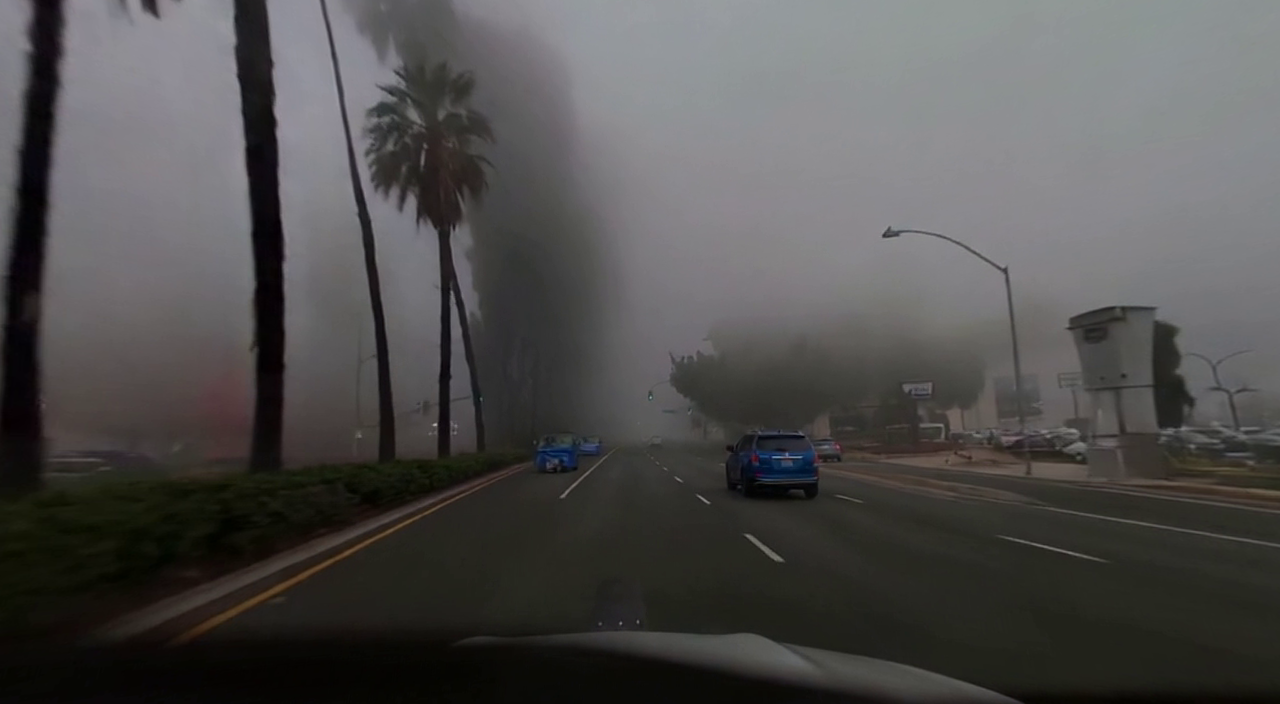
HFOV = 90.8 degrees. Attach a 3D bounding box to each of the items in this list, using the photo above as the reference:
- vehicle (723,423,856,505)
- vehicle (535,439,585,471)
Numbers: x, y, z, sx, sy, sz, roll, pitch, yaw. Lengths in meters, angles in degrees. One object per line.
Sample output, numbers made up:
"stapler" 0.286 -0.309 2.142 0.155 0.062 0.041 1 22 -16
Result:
"vehicle" 3.385 2.630 15.230 2.072 1.696 4.177 0 -8 -1
"vehicle" -3.909 5.108 31.572 2.019 1.483 4.409 0 -8 -1
